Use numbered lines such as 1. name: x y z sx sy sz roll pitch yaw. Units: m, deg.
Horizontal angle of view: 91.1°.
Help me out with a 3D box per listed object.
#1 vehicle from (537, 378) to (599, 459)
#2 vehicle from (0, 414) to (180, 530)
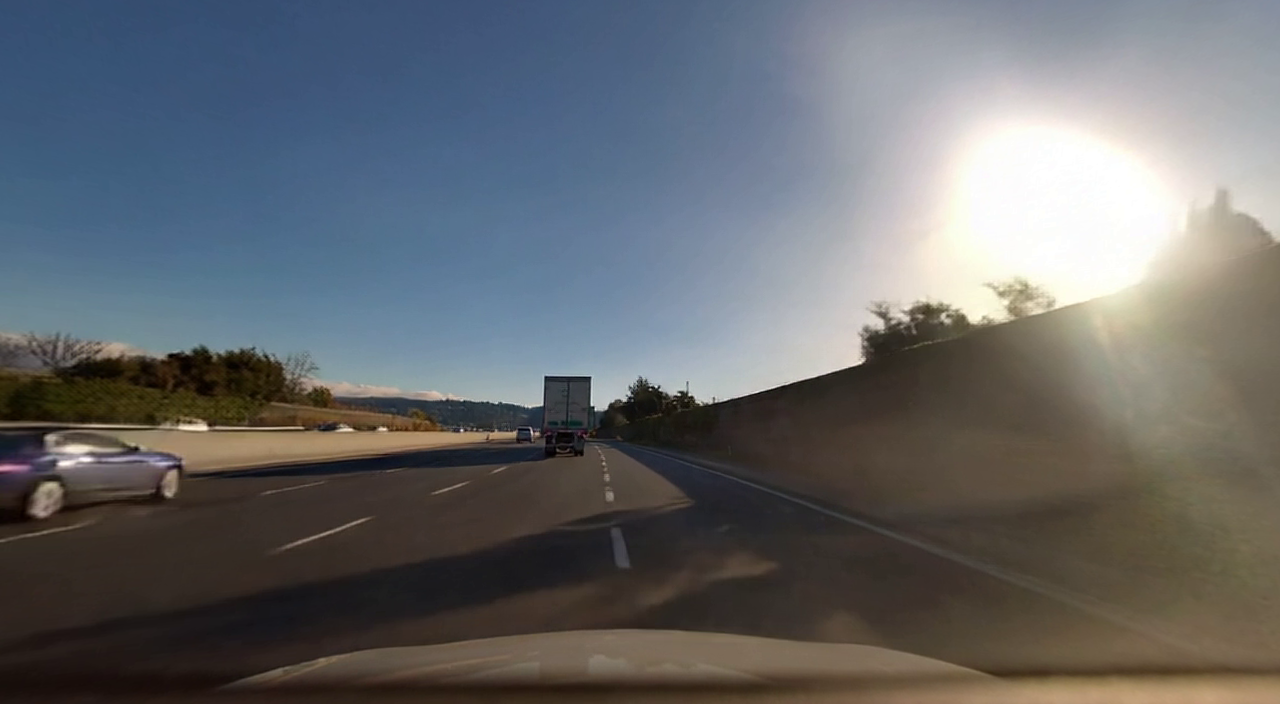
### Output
1. vehicle: -4.015 4.140 37.452 3.002 3.987 12.477 1 -8 -4
2. vehicle: -9.628 1.724 9.310 2.138 1.531 4.864 0 -8 -3
